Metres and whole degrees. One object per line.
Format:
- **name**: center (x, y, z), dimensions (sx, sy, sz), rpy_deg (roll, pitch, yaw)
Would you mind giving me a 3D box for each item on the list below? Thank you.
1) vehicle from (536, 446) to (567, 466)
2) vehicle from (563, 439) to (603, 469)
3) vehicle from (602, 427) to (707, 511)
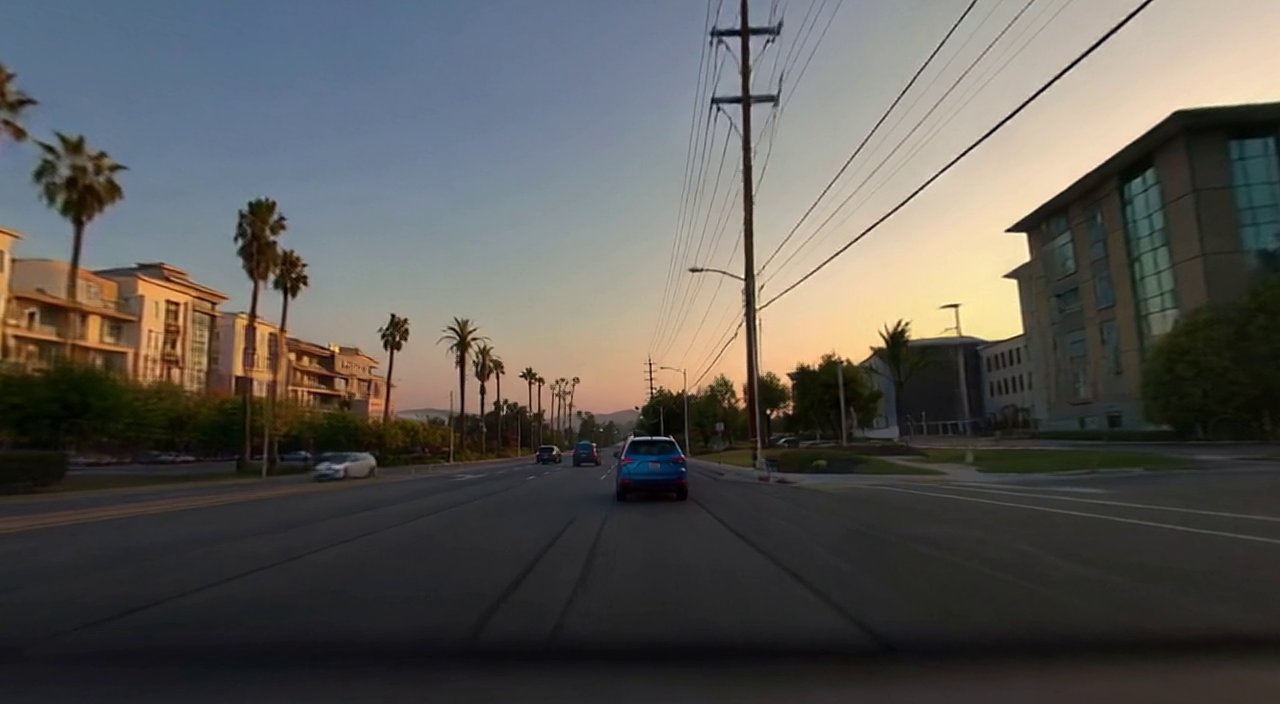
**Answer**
- **vehicle**: center (-6.959, 8.214, 49.978), dimensions (1.910, 1.484, 3.980), rpy_deg (0, -9, 0)
- **vehicle**: center (-3.721, 6.751, 41.839), dimensions (2.169, 1.796, 4.821), rpy_deg (0, -9, 1)
- **vehicle**: center (0.242, 2.757, 15.269), dimensions (2.198, 1.706, 4.166), rpy_deg (0, -9, -2)
